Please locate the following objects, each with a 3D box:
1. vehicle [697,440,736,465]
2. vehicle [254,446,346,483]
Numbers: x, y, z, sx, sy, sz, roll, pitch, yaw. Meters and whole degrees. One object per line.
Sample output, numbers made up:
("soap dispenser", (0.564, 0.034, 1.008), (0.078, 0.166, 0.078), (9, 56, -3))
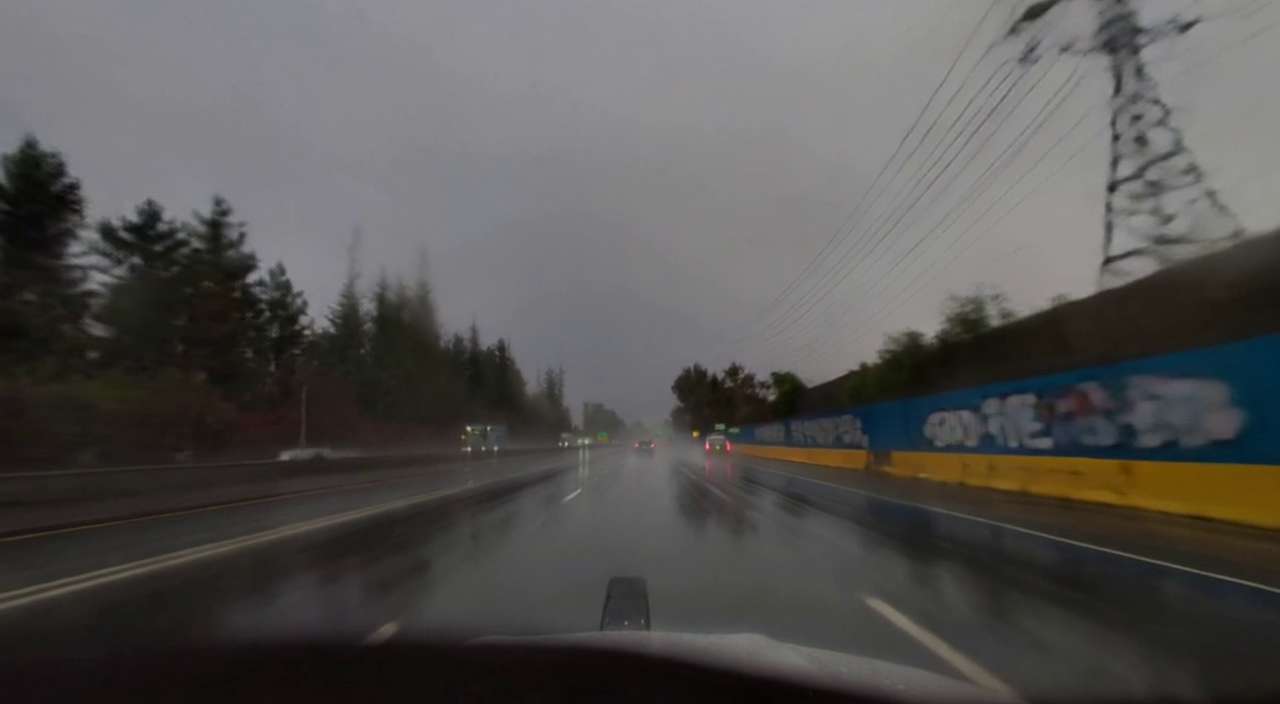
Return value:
("vehicle", (4.863, 6.448, 40.591), (1.991, 1.494, 3.951), (0, -8, 0))
("vehicle", (-14.765, 4.875, 27.592), (1.824, 1.488, 3.872), (0, -8, 1))
